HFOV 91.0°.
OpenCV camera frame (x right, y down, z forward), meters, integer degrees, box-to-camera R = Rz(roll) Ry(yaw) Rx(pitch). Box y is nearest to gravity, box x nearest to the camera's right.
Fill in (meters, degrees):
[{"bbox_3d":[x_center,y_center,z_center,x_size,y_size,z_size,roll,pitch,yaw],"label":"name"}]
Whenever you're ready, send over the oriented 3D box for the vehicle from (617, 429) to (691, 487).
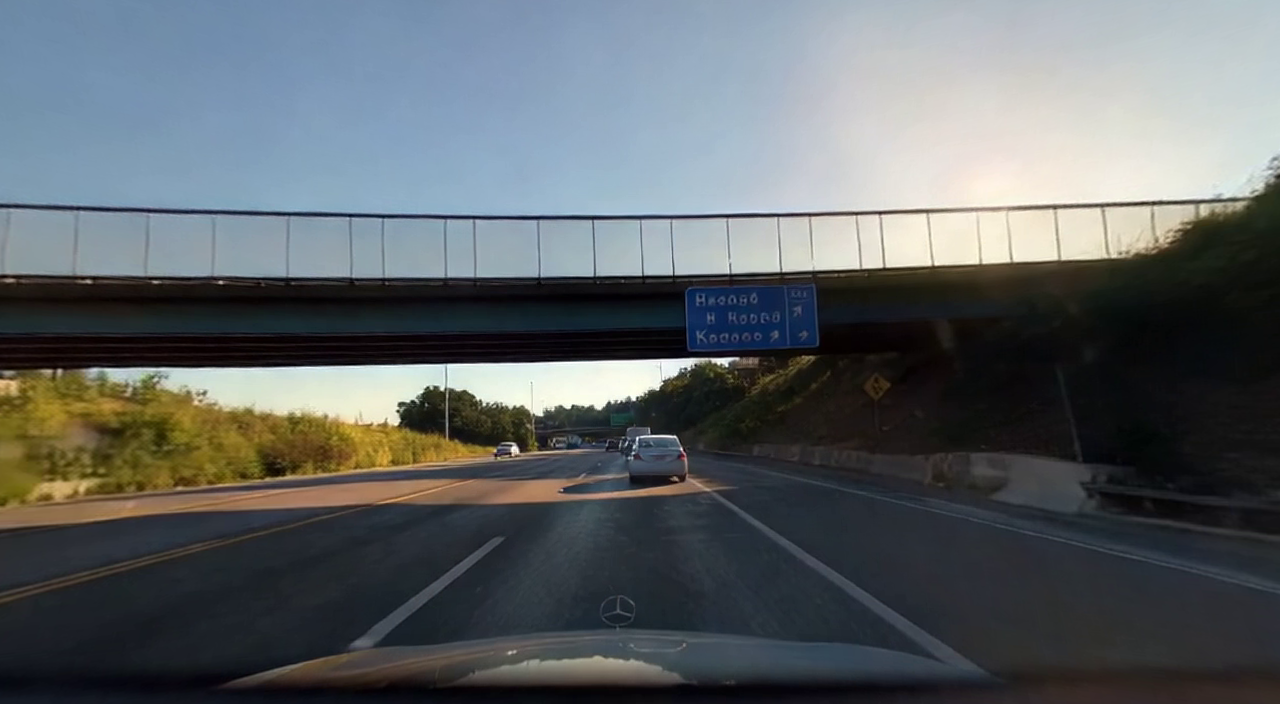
[{"bbox_3d":[0.328,3.352,20.297,2.092,1.636,4.024,0,-8,-3],"label":"vehicle"}]
